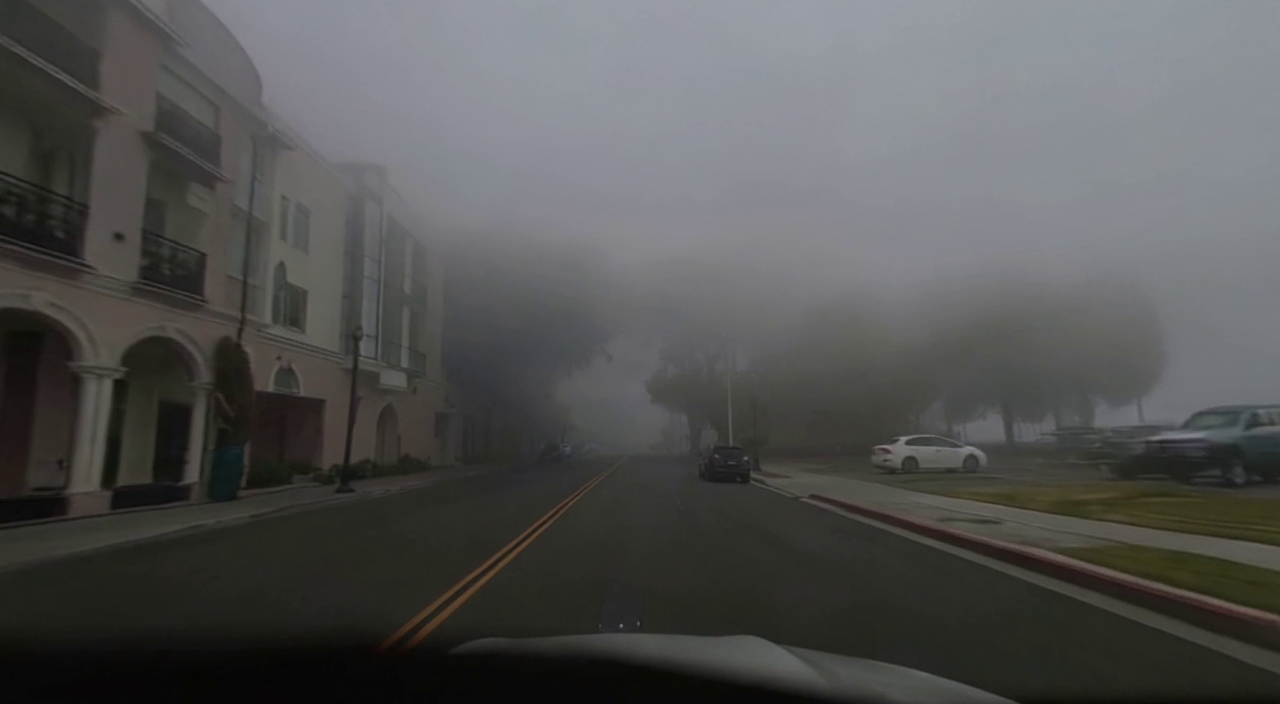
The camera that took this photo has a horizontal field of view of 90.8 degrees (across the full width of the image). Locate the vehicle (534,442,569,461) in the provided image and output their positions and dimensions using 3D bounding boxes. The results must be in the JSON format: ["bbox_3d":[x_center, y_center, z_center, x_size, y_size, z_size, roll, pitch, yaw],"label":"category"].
[{"bbox_3d":[-6.731,7.636,48.596,2.142,1.401,4.477,0,-8,-1],"label":"vehicle"}]

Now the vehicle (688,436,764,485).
[{"bbox_3d":[2.895,3.747,22.285,1.985,1.543,4.112,0,-8,-2],"label":"vehicle"}]

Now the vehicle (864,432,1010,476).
[{"bbox_3d":[11.864,4.089,25.471,4.782,1.657,2.172,1,-8,-4],"label":"vehicle"}]
